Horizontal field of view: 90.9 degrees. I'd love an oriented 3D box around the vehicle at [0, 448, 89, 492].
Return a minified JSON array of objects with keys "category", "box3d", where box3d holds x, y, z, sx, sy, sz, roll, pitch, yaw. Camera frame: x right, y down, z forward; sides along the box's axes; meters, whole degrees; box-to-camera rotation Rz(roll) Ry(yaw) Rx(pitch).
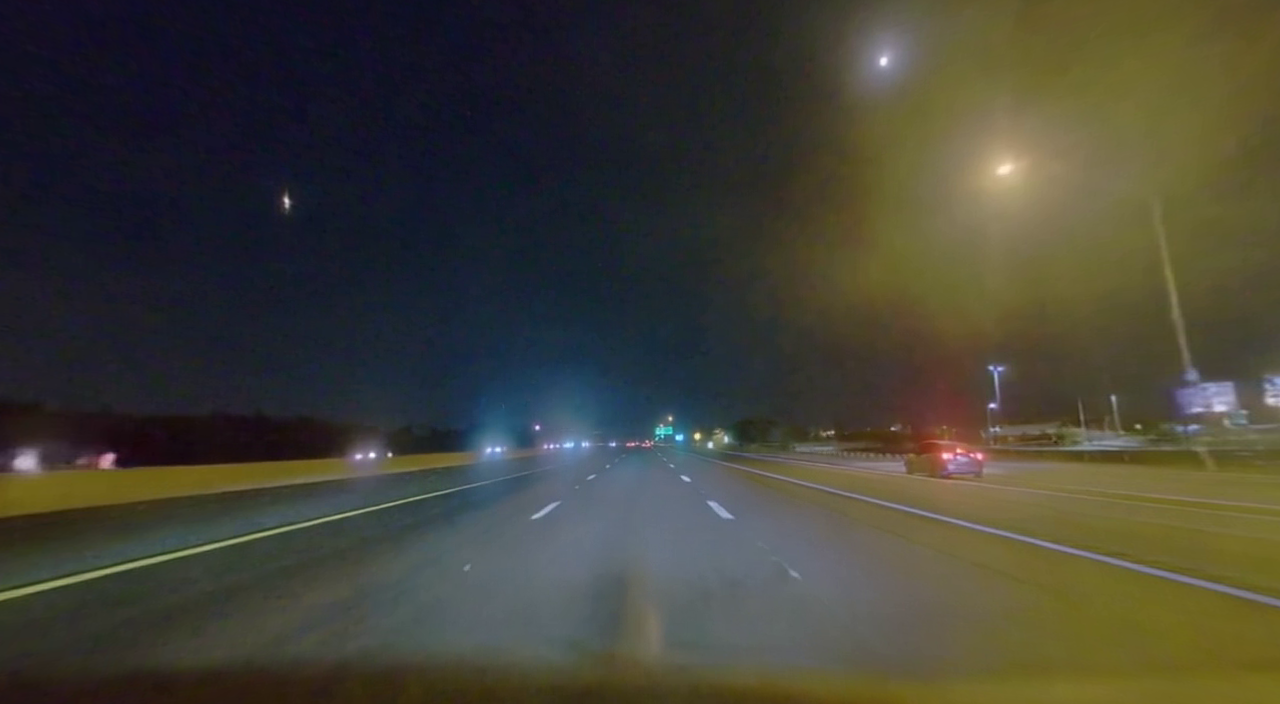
[{"category":"vehicle","box3d":[-26.917,4.985,26.887,1.972,1.727,5.254,0,-8,1]}]
